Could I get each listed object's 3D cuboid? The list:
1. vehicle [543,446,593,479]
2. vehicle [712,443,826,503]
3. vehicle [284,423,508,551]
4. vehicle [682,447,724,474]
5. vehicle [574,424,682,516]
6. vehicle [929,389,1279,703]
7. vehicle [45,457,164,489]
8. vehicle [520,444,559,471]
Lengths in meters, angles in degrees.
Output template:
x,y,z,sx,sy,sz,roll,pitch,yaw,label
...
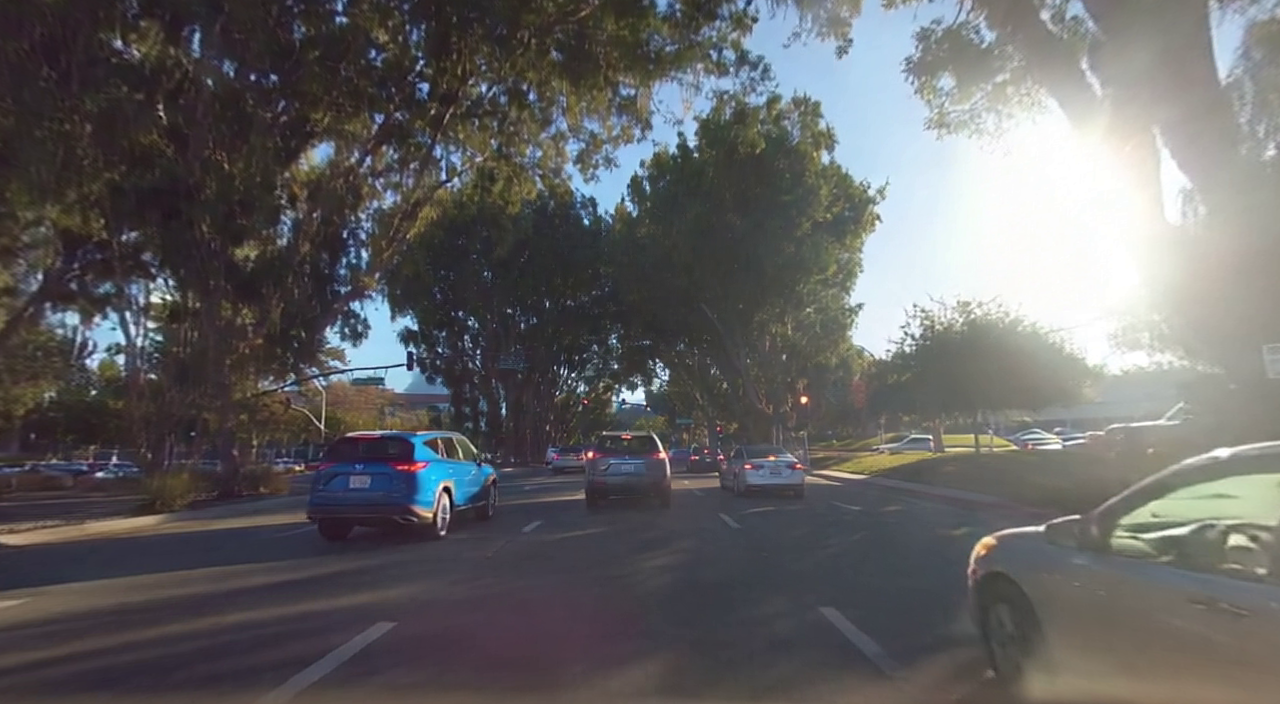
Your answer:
x,y,z,sx,sy,sz,roll,pitch,yaw,label
-3.478,5.404,31.052,1.897,1.479,4.204,0,-8,1,vehicle
3.505,3.385,18.169,2.036,1.480,4.659,0,-8,-3,vehicle
-3.759,2.146,10.720,2.039,1.709,4.265,0,-8,1,vehicle
3.668,6.372,37.291,1.996,1.443,4.270,0,-8,-1,vehicle
-0.240,2.677,14.807,2.132,1.816,4.471,0,-8,0,vehicle
3.009,0.889,2.132,1.976,1.491,4.427,0,-8,0,vehicle
-34.041,7.669,40.194,5.352,1.850,2.276,0,-8,-2,vehicle
-6.807,7.220,43.233,2.051,1.722,4.412,0,-8,-1,vehicle
